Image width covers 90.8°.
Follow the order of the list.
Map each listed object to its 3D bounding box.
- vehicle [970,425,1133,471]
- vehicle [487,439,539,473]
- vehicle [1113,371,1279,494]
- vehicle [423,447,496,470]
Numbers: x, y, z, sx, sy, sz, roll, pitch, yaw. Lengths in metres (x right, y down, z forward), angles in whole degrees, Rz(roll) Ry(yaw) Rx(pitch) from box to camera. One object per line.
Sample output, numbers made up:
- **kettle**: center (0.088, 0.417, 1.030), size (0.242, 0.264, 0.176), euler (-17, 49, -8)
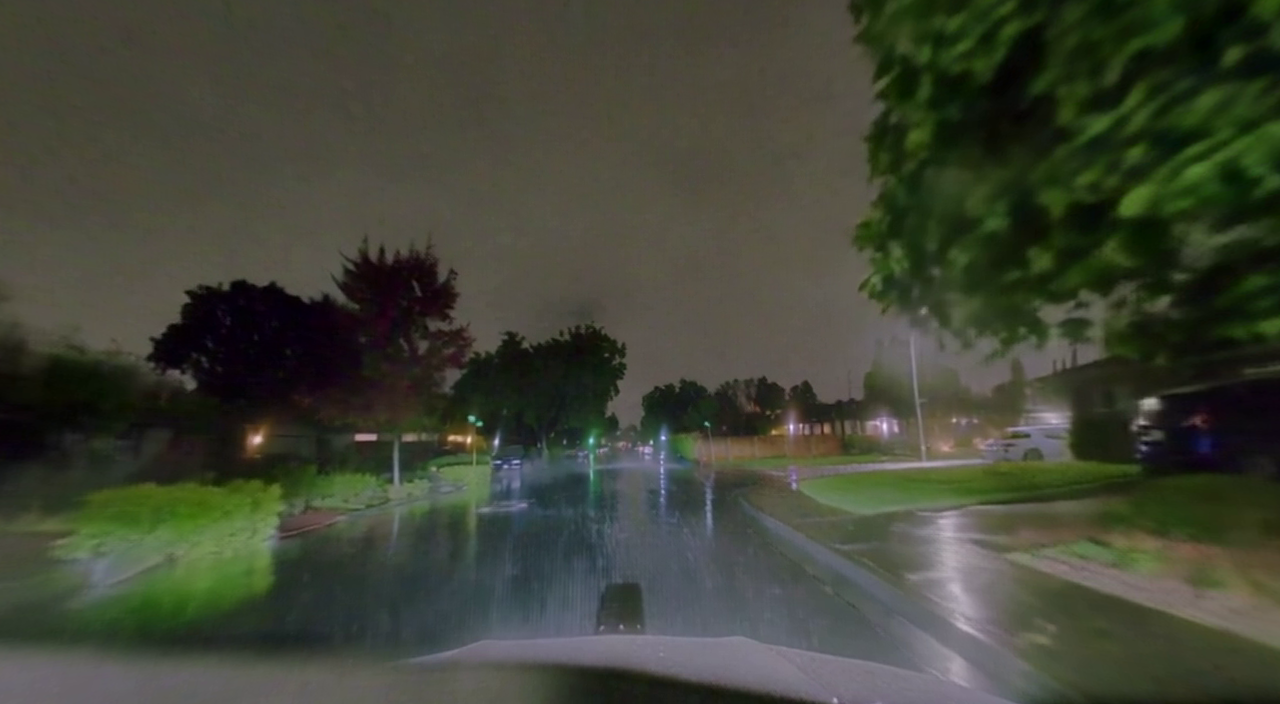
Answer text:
- **vehicle**: center (13.583, 3.207, 21.066), size (4.086, 1.450, 1.830), euler (-1, -8, 3)
- **vehicle**: center (-7.765, 6.438, 39.008), size (2.091, 1.912, 4.598), euler (0, -10, 2)
- **vehicle**: center (12.170, 1.480, 11.626), size (5.367, 1.953, 2.257), euler (1, -8, -9)
- **vehicle**: center (-12.691, 7.486, 44.596), size (4.538, 1.578, 2.000), euler (0, -8, 1)
